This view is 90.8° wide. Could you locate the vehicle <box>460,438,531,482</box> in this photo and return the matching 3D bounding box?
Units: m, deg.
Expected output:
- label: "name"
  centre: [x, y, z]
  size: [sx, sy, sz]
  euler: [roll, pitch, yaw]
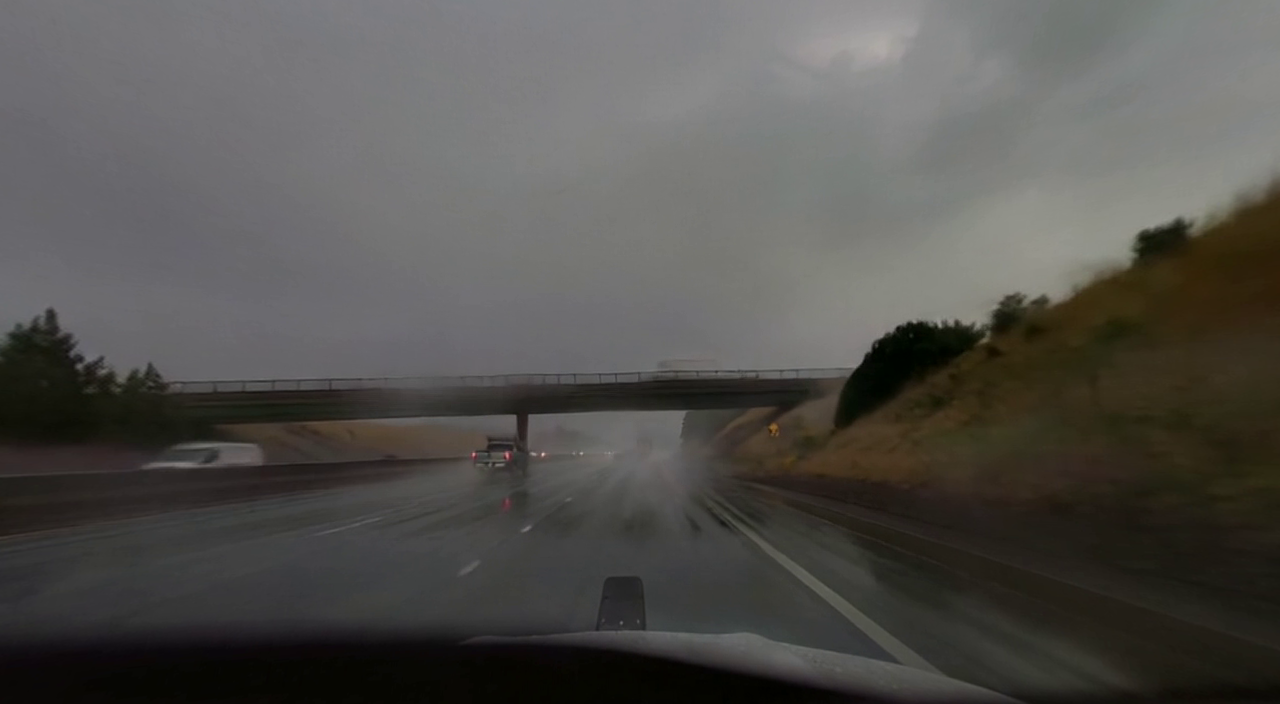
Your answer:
- label: "vehicle"
  centre: [-6.915, 5.237, 30.812]
  size: [2.232, 1.947, 5.180]
  euler: [0, -9, 0]
